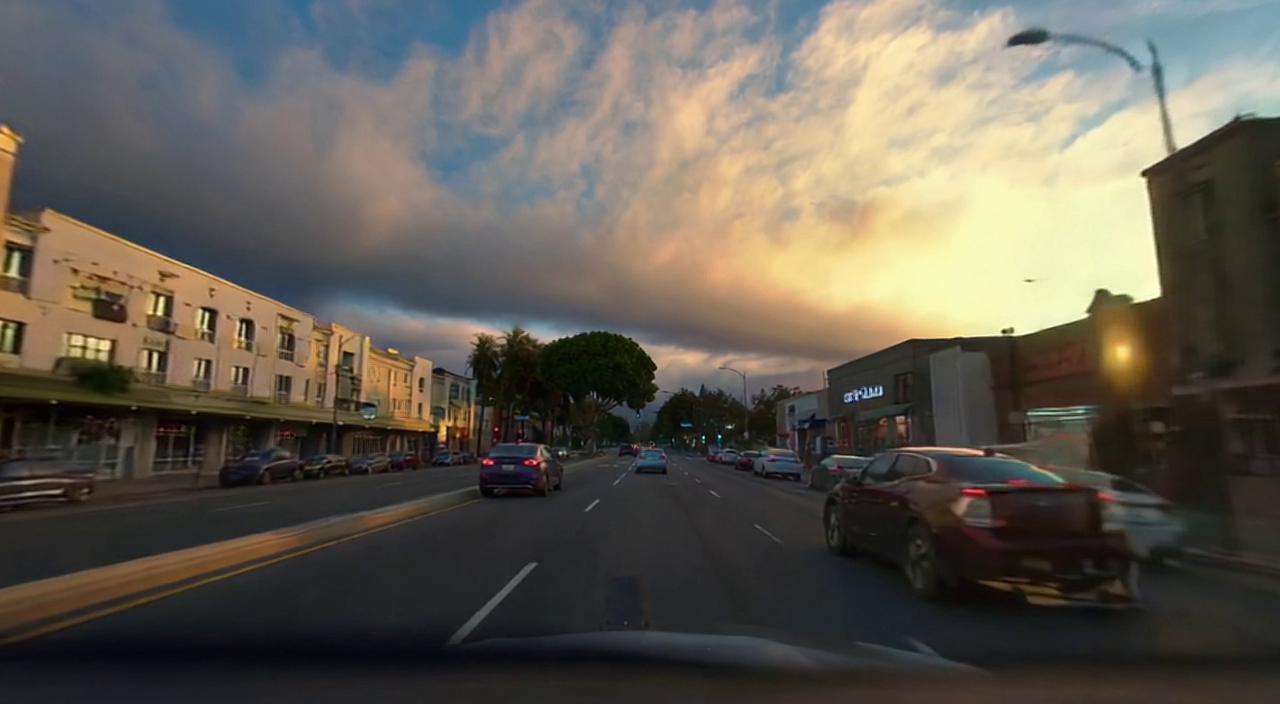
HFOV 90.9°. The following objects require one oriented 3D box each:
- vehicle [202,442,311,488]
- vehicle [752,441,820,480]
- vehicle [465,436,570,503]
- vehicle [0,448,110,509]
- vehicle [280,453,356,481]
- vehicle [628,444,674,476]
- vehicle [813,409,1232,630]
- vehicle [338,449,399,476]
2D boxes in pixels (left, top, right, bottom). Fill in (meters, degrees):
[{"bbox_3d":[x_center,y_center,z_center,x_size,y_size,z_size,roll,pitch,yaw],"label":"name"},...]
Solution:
[{"bbox_3d":[-16.795,4.922,27.916,2.089,1.756,4.486,-2,-8,-1],"label":"vehicle"},{"bbox_3d":[7.248,5.446,31.865,2.207,1.789,5.099,0,-9,0],"label":"vehicle"},{"bbox_3d":[-3.048,3.008,16.576,1.860,1.510,4.073,0,-9,1],"label":"vehicle"},{"bbox_3d":[-17.127,3.390,16.899,1.915,1.497,4.445,-2,-8,1],"label":"vehicle"},{"bbox_3d":[-16.747,5.993,33.038,1.668,1.298,4.337,0,-9,1],"label":"vehicle"},{"bbox_3d":[0.535,5.348,31.547,2.103,1.468,4.094,0,-9,1],"label":"vehicle"},{"bbox_3d":[3.404,1.544,6.733,1.987,1.637,3.896,0,-9,0],"label":"vehicle"},{"bbox_3d":[-16.719,6.819,39.041,1.854,1.466,4.377,-2,-8,0],"label":"vehicle"}]
